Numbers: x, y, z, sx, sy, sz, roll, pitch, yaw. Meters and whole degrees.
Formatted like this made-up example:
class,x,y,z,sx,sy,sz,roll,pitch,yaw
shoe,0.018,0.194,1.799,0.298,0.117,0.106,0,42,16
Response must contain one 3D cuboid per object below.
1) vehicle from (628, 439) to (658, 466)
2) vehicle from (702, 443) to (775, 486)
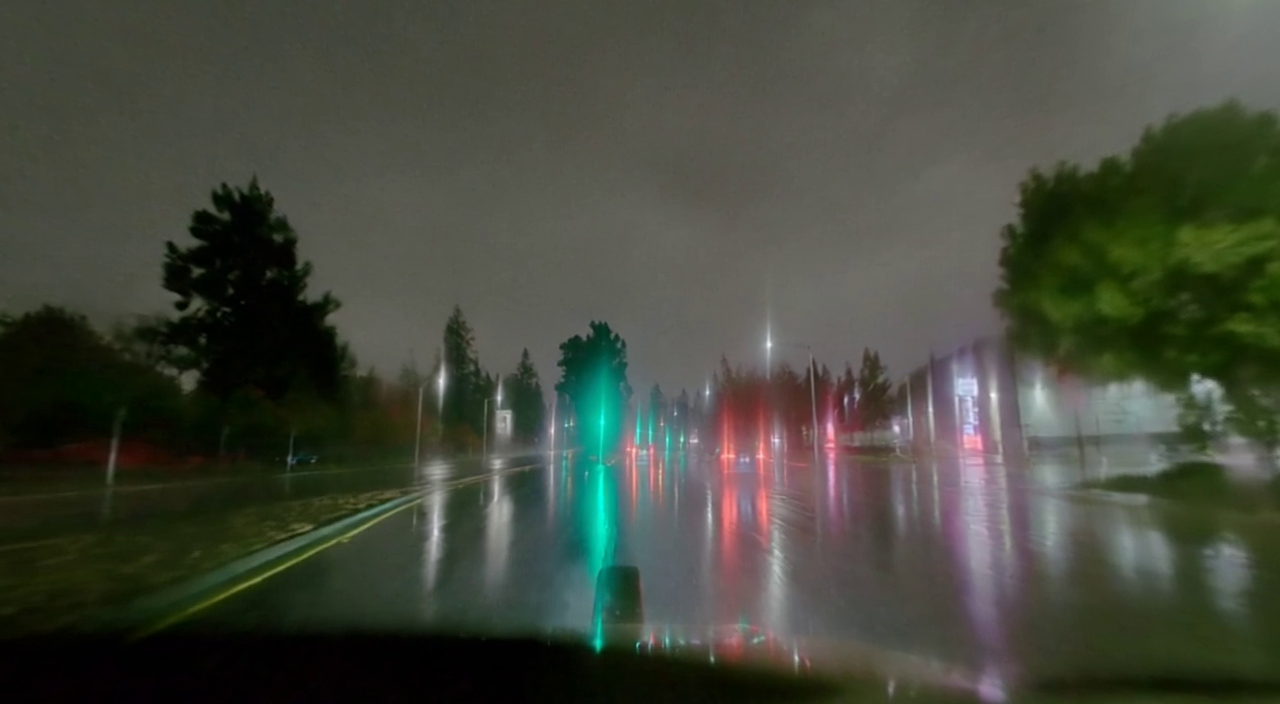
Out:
class,x,y,z,sx,sy,sz,roll,pitch,yaw
vehicle,0.154,7.108,44.673,1.988,1.800,4.322,0,-8,-1
vehicle,3.625,4.226,24.136,1.948,1.479,4.620,0,-8,-2
